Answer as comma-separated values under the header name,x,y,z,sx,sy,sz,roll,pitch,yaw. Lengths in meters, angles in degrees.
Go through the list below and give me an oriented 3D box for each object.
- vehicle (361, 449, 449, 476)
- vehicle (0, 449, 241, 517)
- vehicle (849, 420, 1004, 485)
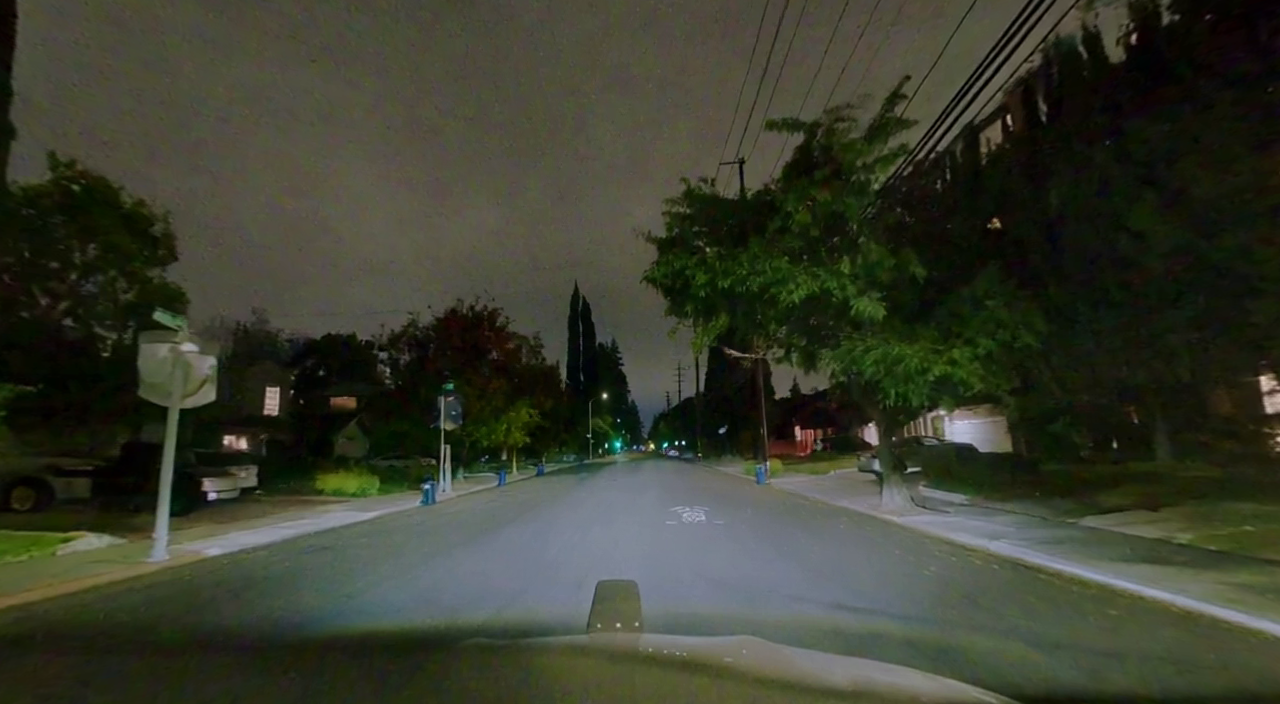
name,x,y,z,sx,sy,sz,roll,pitch,yaw
vehicle,-13.722,6.409,36.906,4.477,1.449,1.922,5,-10,-30
vehicle,-12.706,3.169,15.605,4.406,1.539,1.912,0,-9,2
vehicle,10.565,3.730,23.549,4.697,1.604,1.838,-8,-8,-2
